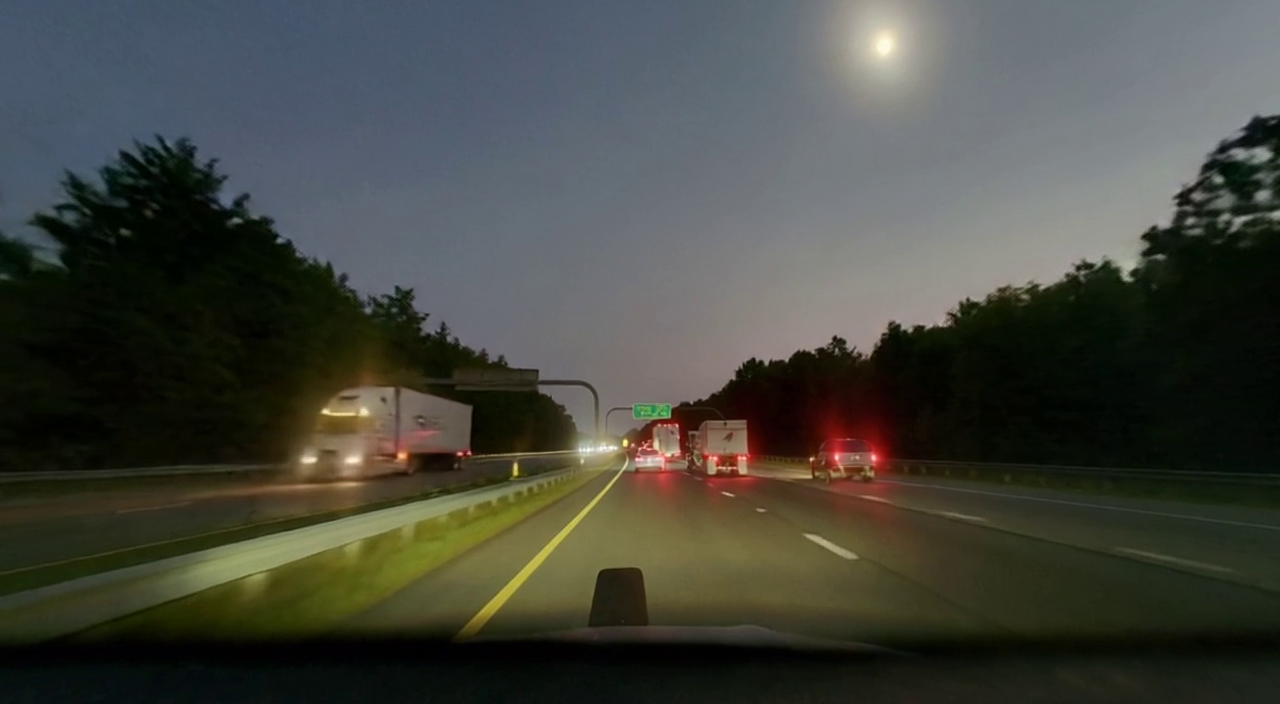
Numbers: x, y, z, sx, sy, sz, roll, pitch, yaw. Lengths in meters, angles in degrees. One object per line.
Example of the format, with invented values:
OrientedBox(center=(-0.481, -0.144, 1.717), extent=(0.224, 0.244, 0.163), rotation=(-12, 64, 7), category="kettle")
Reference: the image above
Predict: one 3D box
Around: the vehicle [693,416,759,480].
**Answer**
OrientedBox(center=(4.742, 5.503, 36.163), extent=(2.600, 3.282, 7.635), rotation=(0, -9, -1), category="vehicle")

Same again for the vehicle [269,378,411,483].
OrientedBox(center=(-12.080, 3.309, 26.102), extent=(2.959, 3.857, 5.749), rotation=(0, -9, -1), category="vehicle")

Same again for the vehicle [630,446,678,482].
OrientedBox(center=(0.576, 5.081, 28.954), extent=(2.069, 1.523, 4.012), rotation=(0, -9, -1), category="vehicle")
